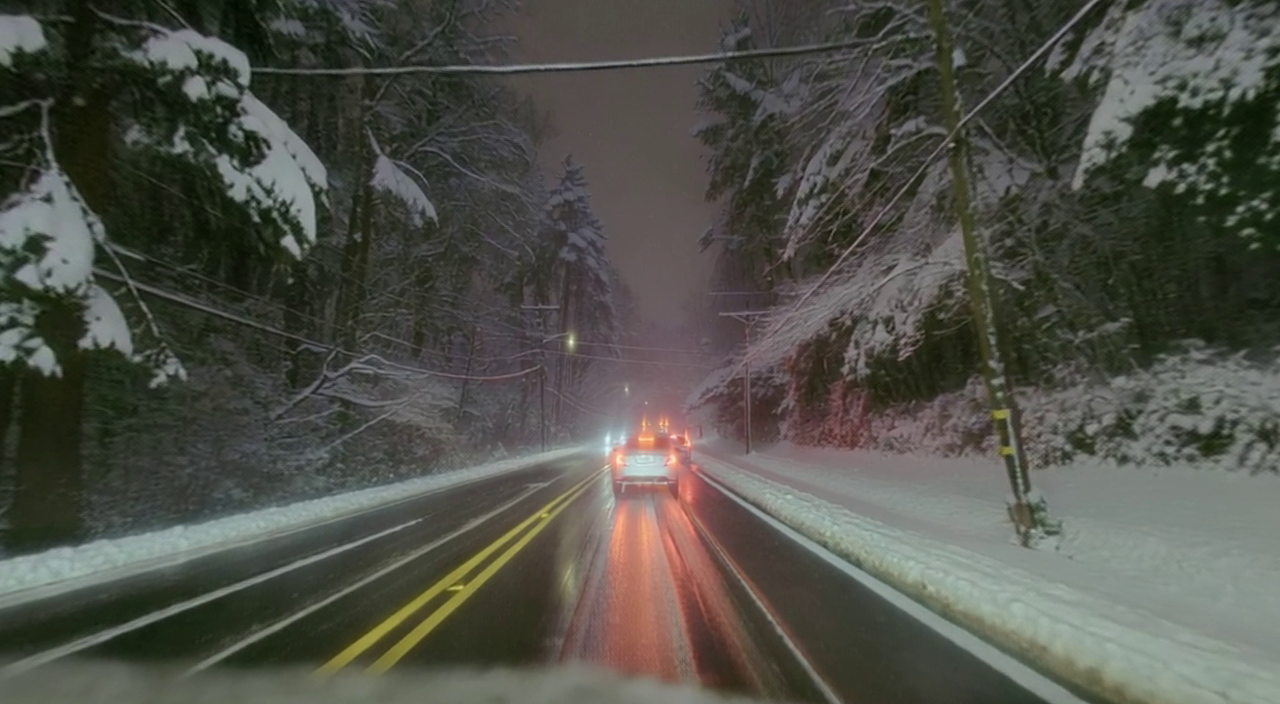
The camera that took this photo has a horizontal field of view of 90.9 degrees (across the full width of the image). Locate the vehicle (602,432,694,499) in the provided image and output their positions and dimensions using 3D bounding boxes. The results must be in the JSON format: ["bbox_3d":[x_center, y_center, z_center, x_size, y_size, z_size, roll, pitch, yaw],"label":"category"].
[{"bbox_3d":[0.169,2.856,16.206,2.081,1.503,3.726,0,-8,-1],"label":"vehicle"}]
